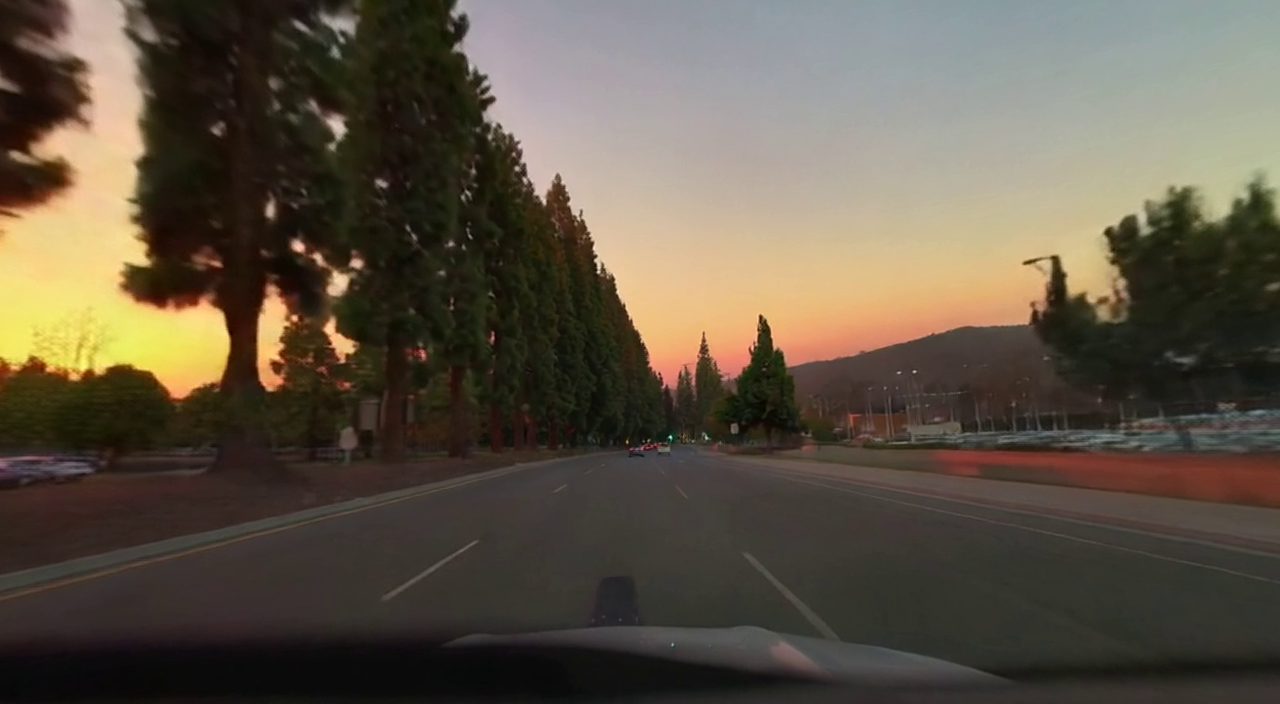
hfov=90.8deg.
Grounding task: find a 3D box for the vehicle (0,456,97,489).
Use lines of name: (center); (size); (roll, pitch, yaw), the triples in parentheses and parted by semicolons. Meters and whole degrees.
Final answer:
vehicle: (-32.884, 6.597, 34.839); (1.994, 1.599, 4.308); (-2, -9, 0)
